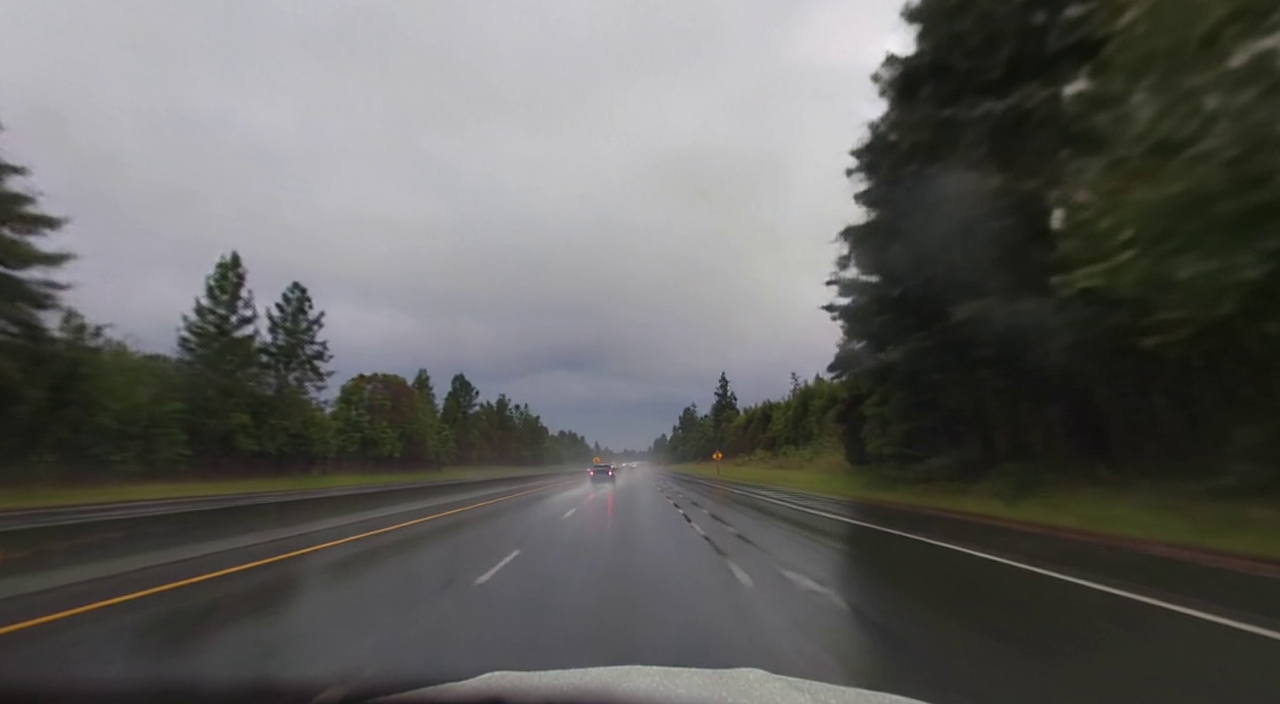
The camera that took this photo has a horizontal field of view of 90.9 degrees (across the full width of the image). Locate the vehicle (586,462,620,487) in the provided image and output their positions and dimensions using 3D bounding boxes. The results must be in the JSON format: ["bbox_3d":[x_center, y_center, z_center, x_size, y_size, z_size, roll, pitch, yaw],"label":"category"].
[{"bbox_3d":[-2.467,8.294,42.790,1.900,1.550,4.146,0,-10,2],"label":"vehicle"}]
